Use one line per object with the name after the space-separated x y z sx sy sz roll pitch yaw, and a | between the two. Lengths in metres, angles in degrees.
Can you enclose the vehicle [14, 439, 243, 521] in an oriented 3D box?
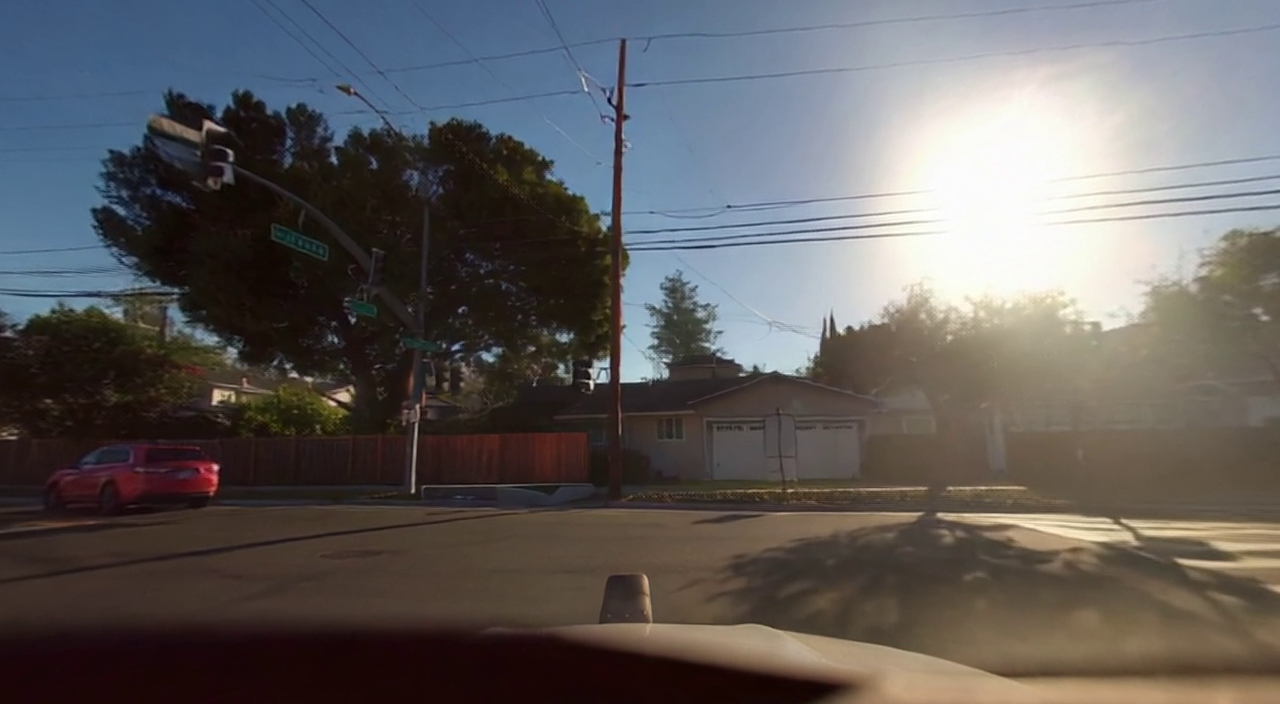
-11.209 2.686 13.806 4.512 1.506 2.078 -4 -9 26 | vehicle
